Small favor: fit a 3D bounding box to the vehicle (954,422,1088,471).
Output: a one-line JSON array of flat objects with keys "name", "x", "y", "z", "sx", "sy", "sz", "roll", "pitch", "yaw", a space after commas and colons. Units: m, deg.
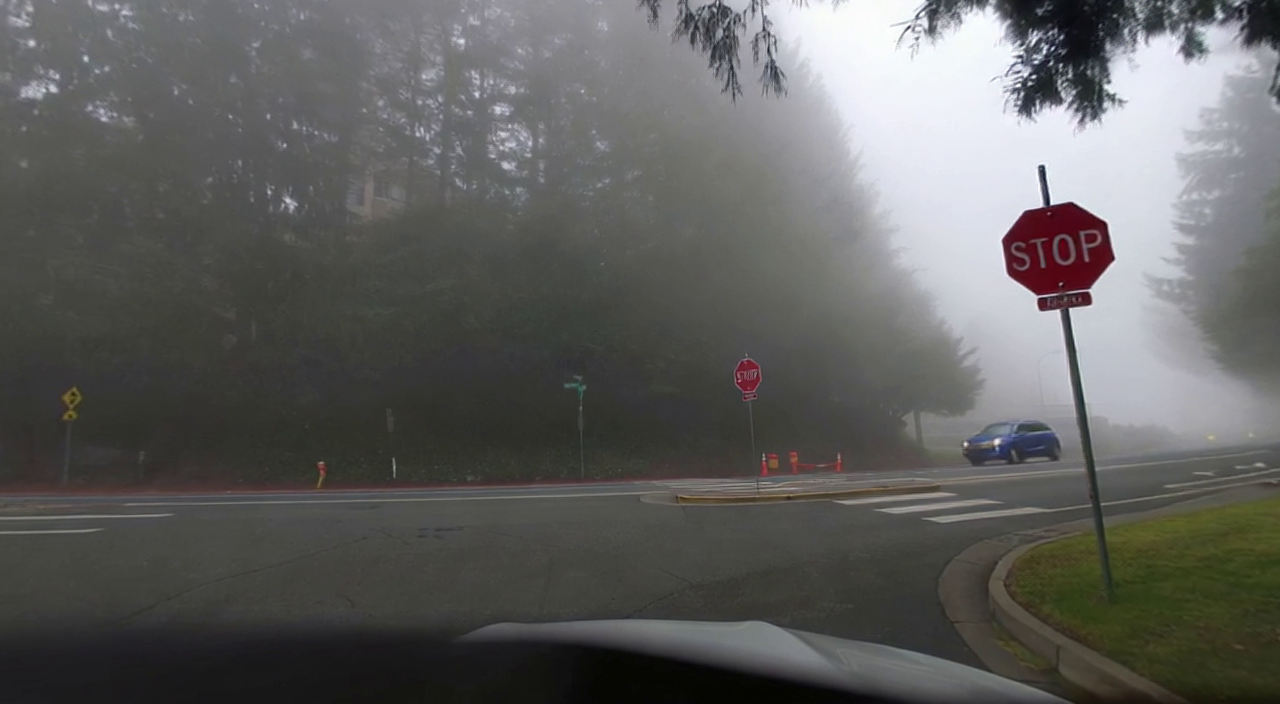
[{"name": "vehicle", "x": 12.953, "y": 3.201, "z": 21.371, "sx": 4.473, "sy": 1.474, "sz": 2.108, "roll": 6, "pitch": -10, "yaw": -34}]
